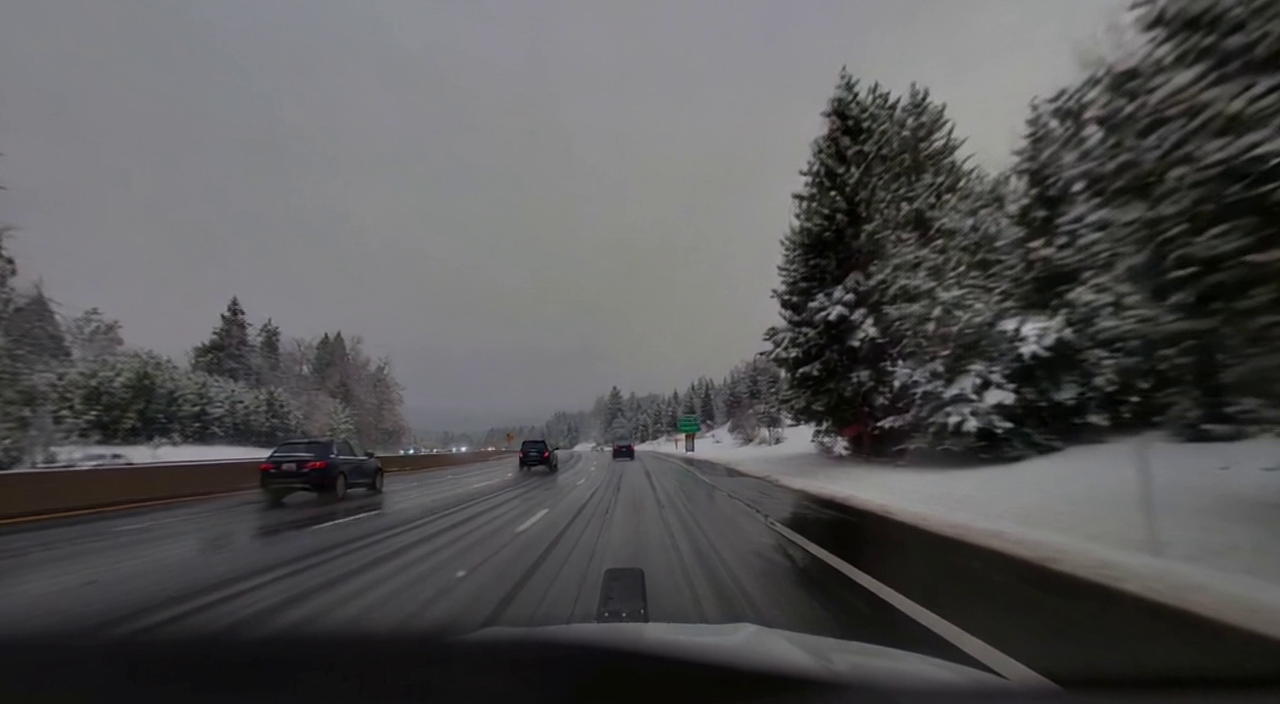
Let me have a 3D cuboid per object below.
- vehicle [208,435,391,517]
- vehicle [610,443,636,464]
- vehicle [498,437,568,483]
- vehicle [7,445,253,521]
[{"bbox_3d":[-7.730,2.812,14.870,2.086,1.628,4.039,0,-8,-1],"label":"vehicle"},{"bbox_3d":[-1.285,7.525,46.876,1.881,1.460,3.694,0,-8,-2],"label":"vehicle"},{"bbox_3d":[-4.082,4.201,24.799,1.991,1.610,4.606,0,-8,-1],"label":"vehicle"},{"bbox_3d":[-11.816,3.015,15.194,2.028,1.499,4.702,0,-8,0],"label":"vehicle"}]
